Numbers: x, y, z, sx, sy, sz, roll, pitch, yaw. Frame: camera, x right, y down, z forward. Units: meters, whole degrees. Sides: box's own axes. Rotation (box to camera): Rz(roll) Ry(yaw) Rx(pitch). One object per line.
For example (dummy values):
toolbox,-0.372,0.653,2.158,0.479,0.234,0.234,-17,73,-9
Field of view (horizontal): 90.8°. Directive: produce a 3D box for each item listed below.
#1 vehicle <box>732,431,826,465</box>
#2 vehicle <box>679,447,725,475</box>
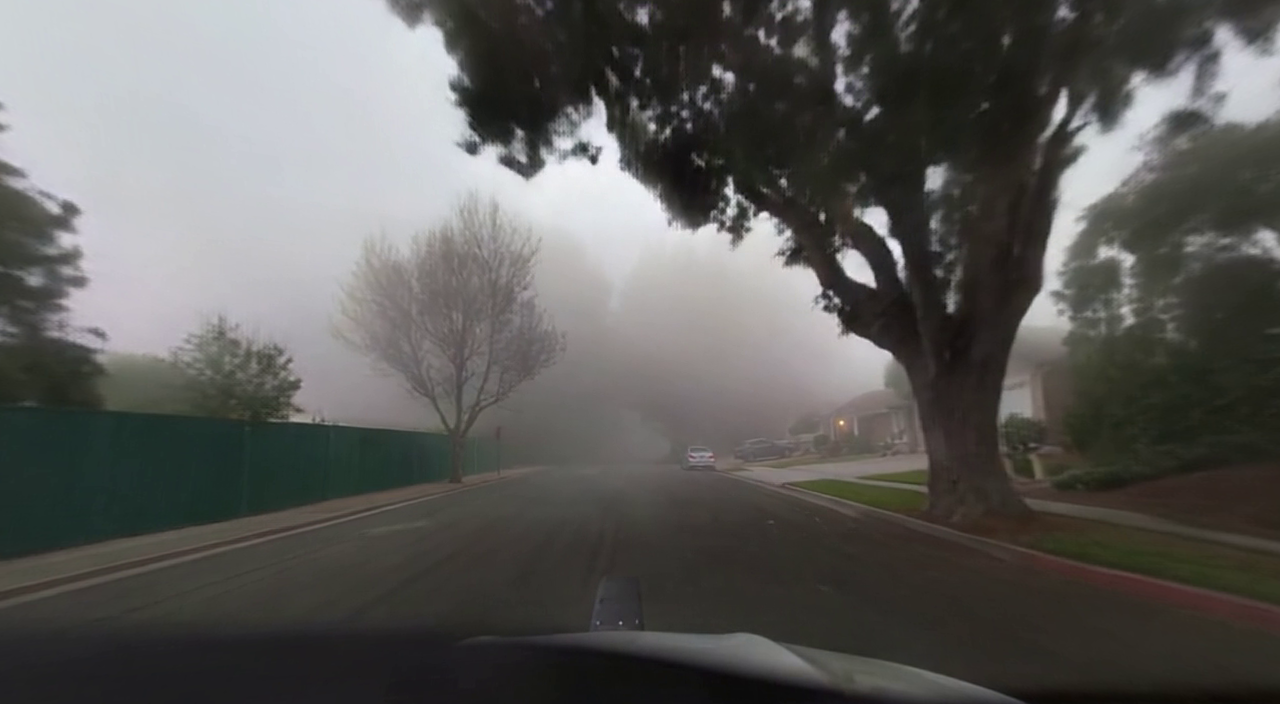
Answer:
vehicle,9.604,6.716,44.111,5.935,1.911,2.236,-4,-9,0
vehicle,3.667,6.497,38.023,2.051,1.524,5.047,0,-9,-2
